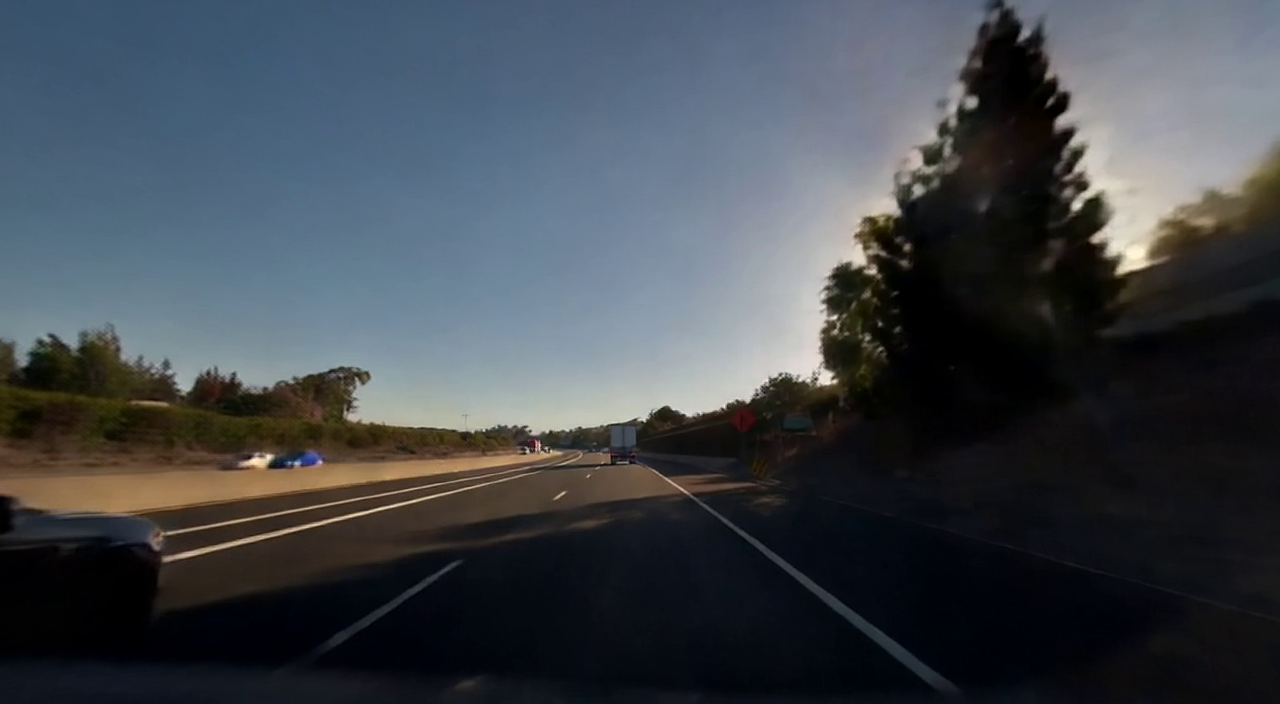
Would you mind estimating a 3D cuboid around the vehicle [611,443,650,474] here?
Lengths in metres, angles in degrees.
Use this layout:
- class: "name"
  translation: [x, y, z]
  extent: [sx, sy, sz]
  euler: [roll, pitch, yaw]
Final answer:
- class: "vehicle"
  translation: [-0.597, 6.425, 37.863]
  extent: [2.230, 1.715, 4.243]
  euler: [0, -9, -1]

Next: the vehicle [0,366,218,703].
- class: "vehicle"
  translation: [-4.022, 0.757, 1.916]
  extent: [2.181, 1.653, 4.691]
  euler: [0, -9, 0]

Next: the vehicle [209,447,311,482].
- class: "vehicle"
  translation: [-17.849, 5.290, 29.740]
  extent: [1.937, 1.513, 4.686]
  euler: [0, -9, -1]
